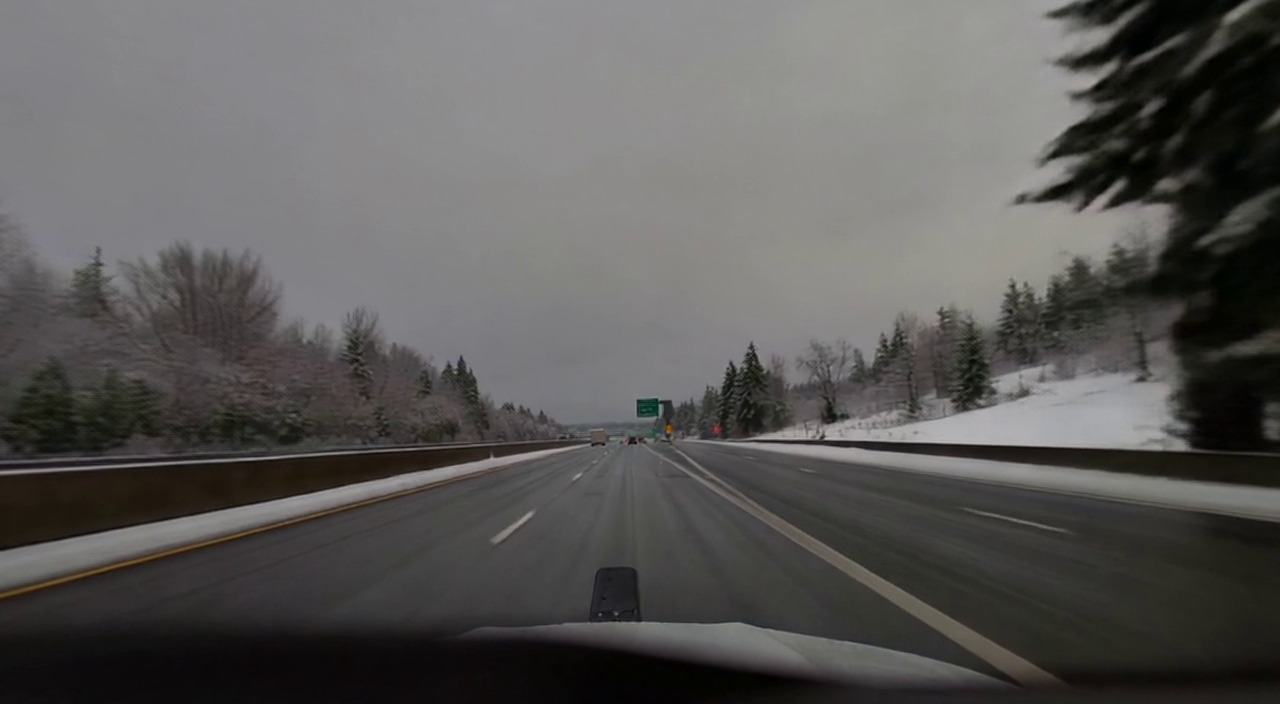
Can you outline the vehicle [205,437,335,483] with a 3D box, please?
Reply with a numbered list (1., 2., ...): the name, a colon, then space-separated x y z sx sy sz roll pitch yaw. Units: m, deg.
1. vehicle: -13.163 3.823 22.827 1.966 1.437 4.663 1 -8 -1
